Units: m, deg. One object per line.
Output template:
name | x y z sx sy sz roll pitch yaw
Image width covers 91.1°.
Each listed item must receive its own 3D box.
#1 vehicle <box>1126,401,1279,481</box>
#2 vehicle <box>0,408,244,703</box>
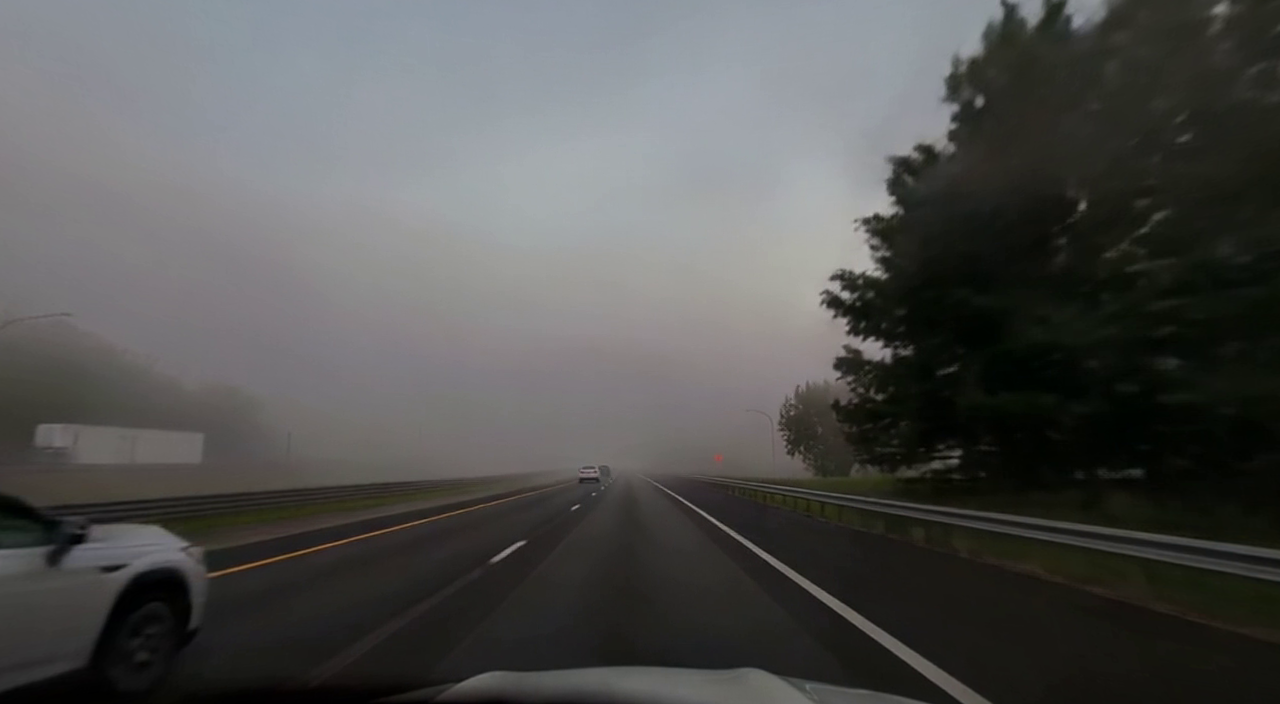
vehicle | 35.079 5.120 35.747 11.082 4.307 2.970 -9 -14 43
vehicle | -3.446 0.824 1.713 2.001 1.486 4.104 1 -10 0
